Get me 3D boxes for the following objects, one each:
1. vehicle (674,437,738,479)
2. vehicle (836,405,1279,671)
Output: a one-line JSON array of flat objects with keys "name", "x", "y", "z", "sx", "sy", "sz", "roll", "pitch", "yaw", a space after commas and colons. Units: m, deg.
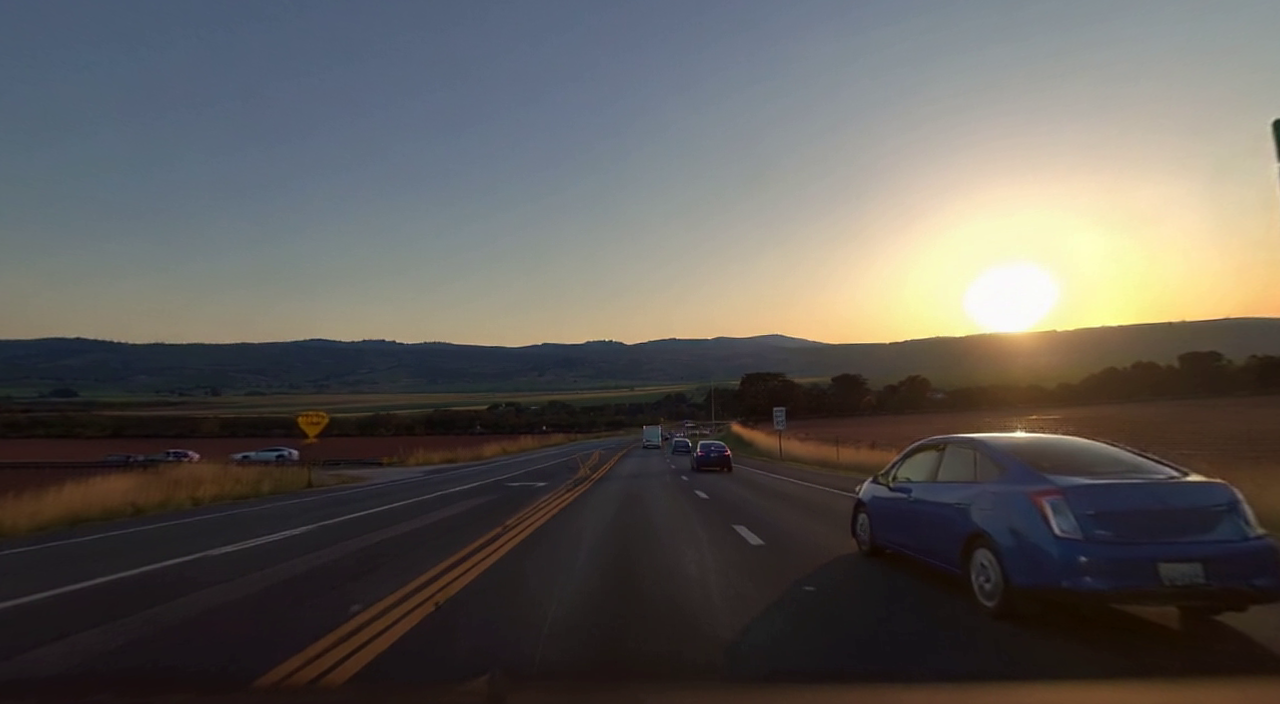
[{"name": "vehicle", "x": 2.564, "y": 4.243, "z": 25.539, "sx": 2.026, "sy": 1.531, "sz": 4.273, "roll": 0, "pitch": -8, "yaw": -2}, {"name": "vehicle", "x": 3.434, "y": 1.376, "z": 5.722, "sx": 2.007, "sy": 1.534, "sz": 3.976, "roll": 0, "pitch": -8, "yaw": 0}]
